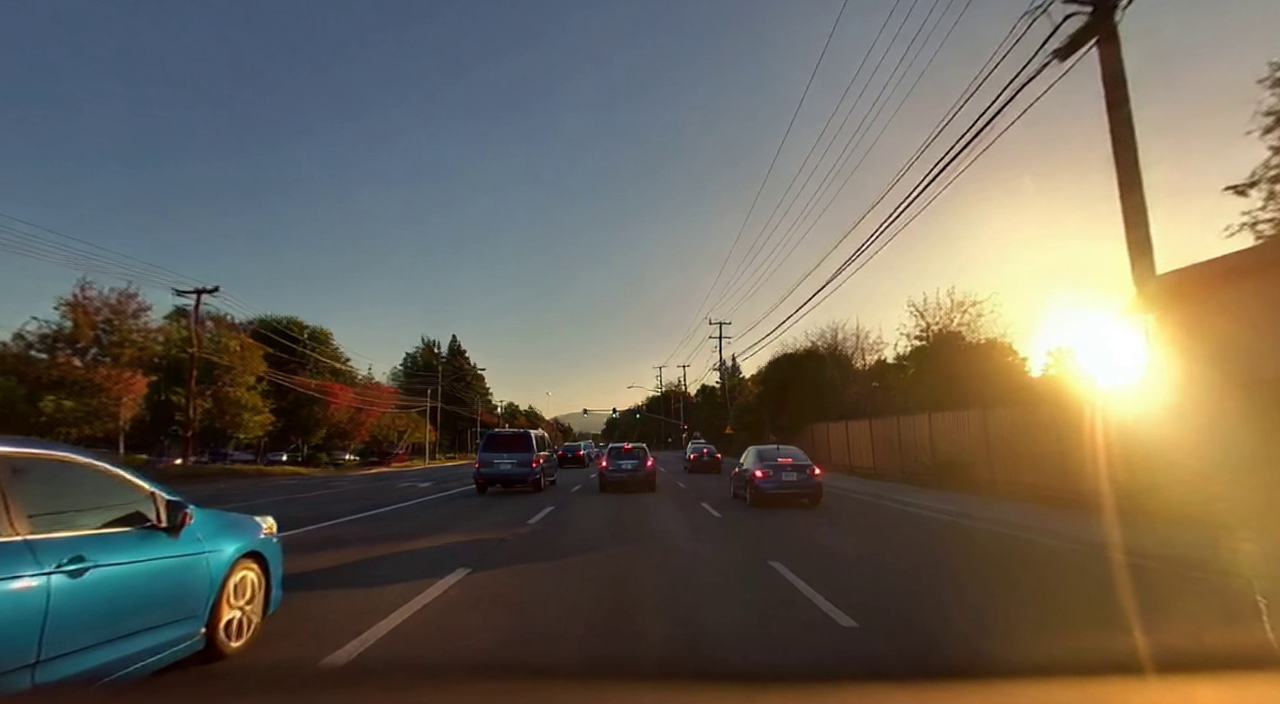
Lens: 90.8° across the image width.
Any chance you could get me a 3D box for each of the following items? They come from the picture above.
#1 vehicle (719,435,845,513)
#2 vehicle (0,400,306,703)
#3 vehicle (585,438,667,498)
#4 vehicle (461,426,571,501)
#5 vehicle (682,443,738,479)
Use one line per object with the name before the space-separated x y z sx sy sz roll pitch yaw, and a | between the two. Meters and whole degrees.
vehicle | 3.039 2.686 14.354 1.880 1.521 3.724 0 -9 -2
vehicle | -3.346 0.889 2.164 2.004 1.454 4.349 0 -9 0
vehicle | -0.373 3.254 18.066 2.097 1.511 3.809 0 -9 0
vehicle | -3.330 3.115 18.051 2.092 1.839 4.736 0 -9 1
vehicle | 3.032 4.814 28.181 1.878 1.479 4.461 0 -9 -1
